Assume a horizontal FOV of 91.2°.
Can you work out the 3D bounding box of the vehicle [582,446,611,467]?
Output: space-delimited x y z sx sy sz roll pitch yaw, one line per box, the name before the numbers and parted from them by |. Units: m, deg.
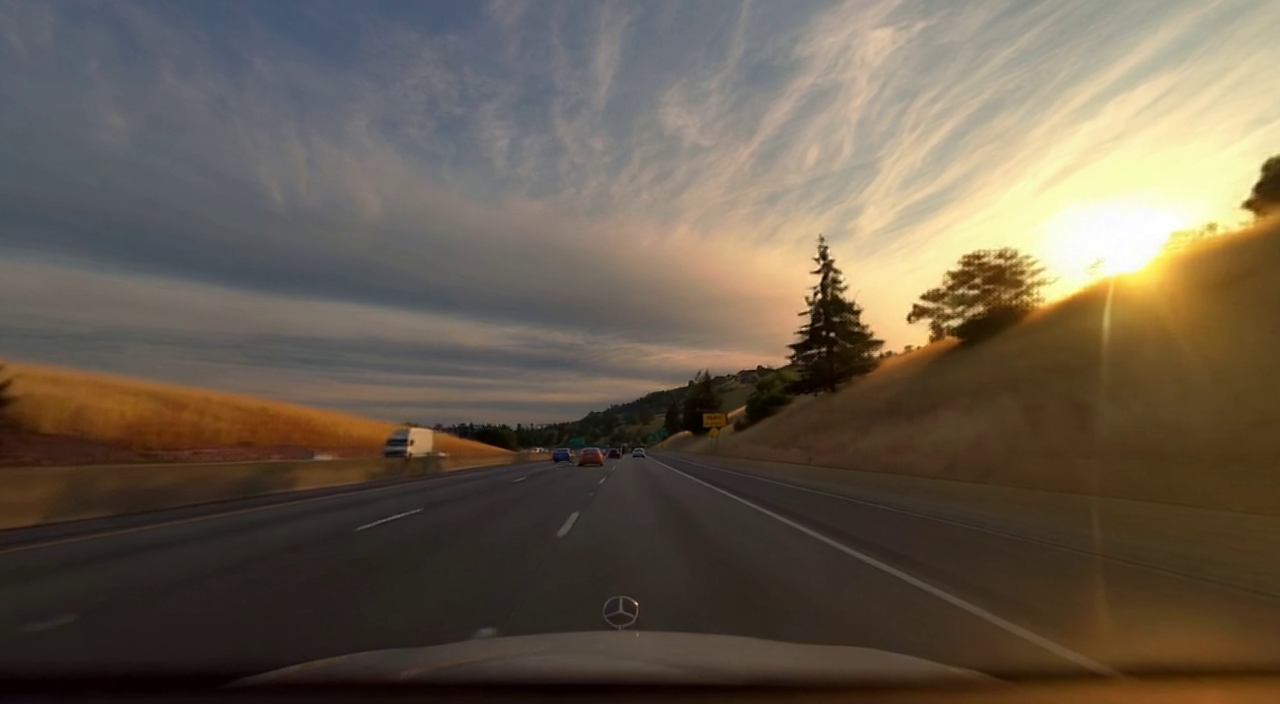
vehicle | -3.180 7.776 46.654 1.895 1.482 3.852 0 -9 -1
